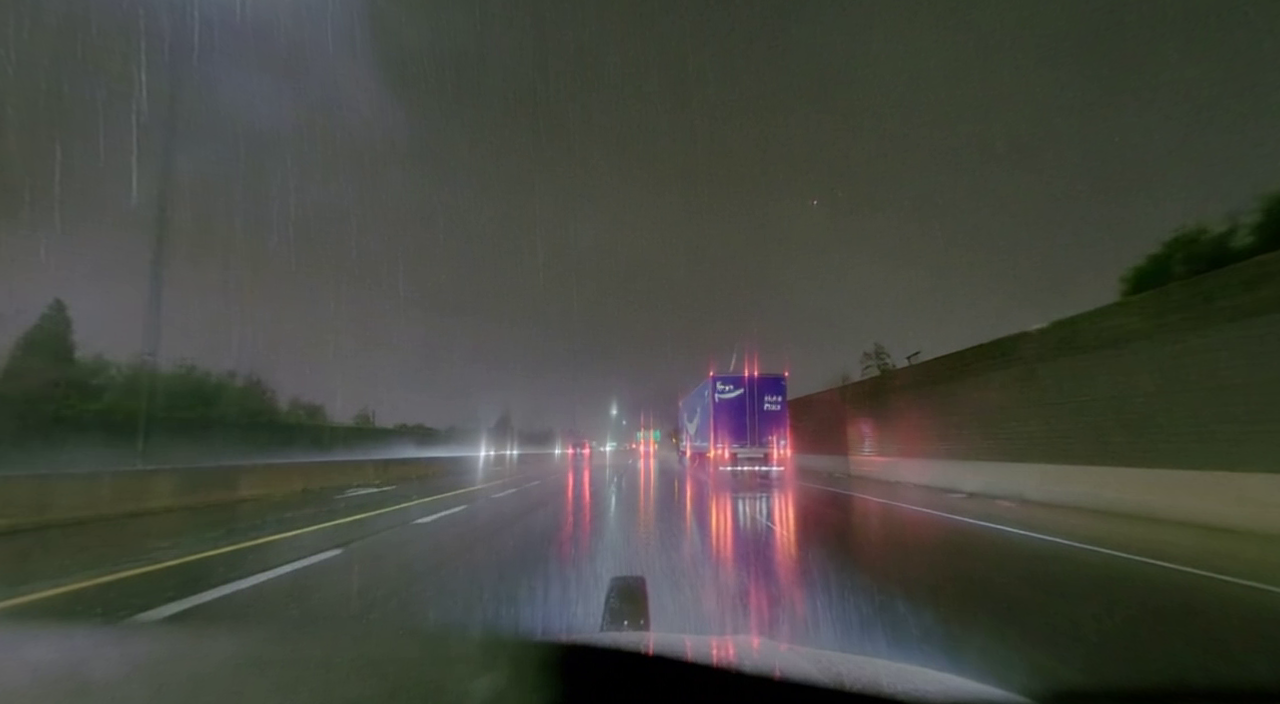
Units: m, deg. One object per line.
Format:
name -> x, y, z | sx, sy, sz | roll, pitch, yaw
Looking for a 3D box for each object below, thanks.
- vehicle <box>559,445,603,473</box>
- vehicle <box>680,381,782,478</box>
vehicle -> -3.463, 6.420, 37.797 | 2.200, 1.562, 4.959 | 0, -9, 0
vehicle -> 4.330, 4.475, 34.639 | 2.928, 4.021, 17.190 | 0, -8, 0
